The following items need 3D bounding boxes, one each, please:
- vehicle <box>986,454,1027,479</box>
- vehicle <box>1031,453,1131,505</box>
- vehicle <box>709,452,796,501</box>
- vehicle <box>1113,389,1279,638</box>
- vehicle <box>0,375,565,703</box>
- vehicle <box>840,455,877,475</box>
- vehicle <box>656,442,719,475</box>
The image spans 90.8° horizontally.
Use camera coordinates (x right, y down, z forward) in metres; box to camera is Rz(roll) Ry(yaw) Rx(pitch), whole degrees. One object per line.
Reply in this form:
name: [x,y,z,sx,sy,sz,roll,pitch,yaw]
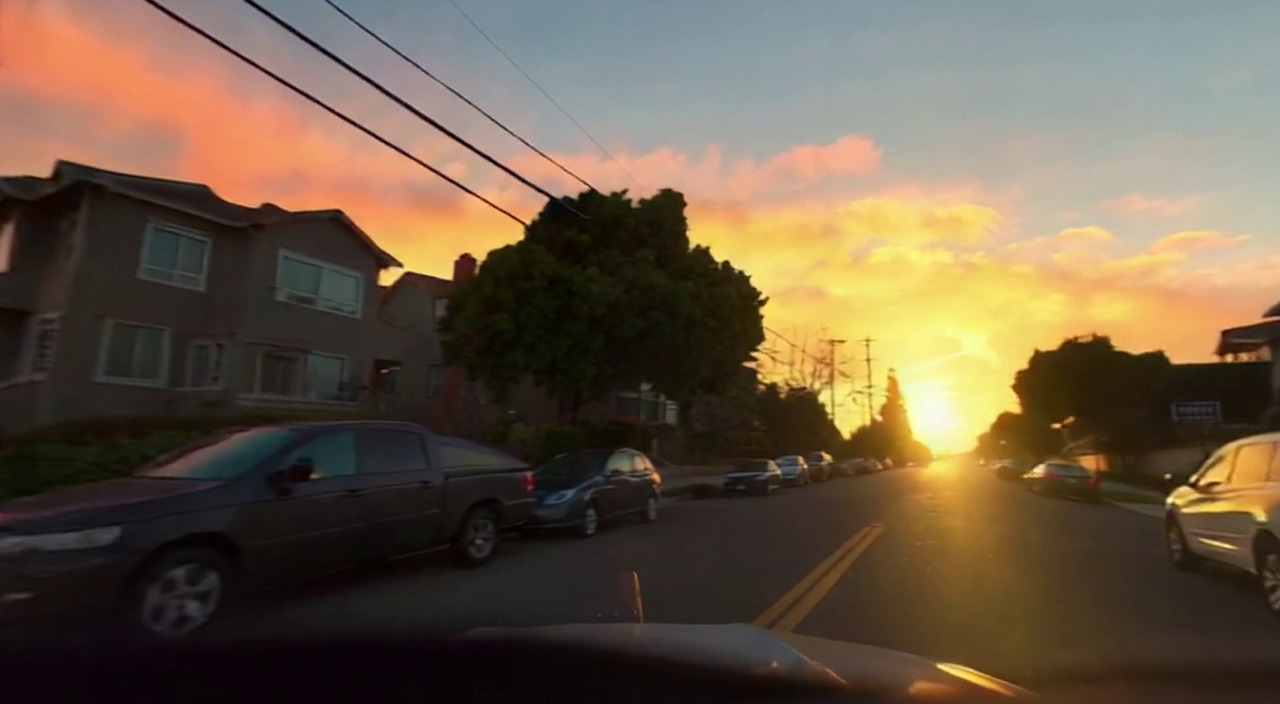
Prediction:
vehicle: [27.164,8.431,46.979,2.310,1.527,4.705,-2,-8,27]
vehicle: [14.936,4.249,21.656,1.870,1.536,4.568,-4,-9,24]
vehicle: [4.194,4.412,22.886,1.897,1.523,4.626,-4,-10,25]
vehicle: [6.941,1.516,6.468,2.226,1.928,5.339,-4,-9,25]
vehicle: [-3.365,1.517,6.939,2.385,1.967,5.971,-4,-8,23]
vehicle: [17.307,8.898,49.949,1.960,1.460,4.425,-4,-10,29]
vehicle: [3.043,6.534,38.995,2.232,1.836,5.443,-3,-9,23]
